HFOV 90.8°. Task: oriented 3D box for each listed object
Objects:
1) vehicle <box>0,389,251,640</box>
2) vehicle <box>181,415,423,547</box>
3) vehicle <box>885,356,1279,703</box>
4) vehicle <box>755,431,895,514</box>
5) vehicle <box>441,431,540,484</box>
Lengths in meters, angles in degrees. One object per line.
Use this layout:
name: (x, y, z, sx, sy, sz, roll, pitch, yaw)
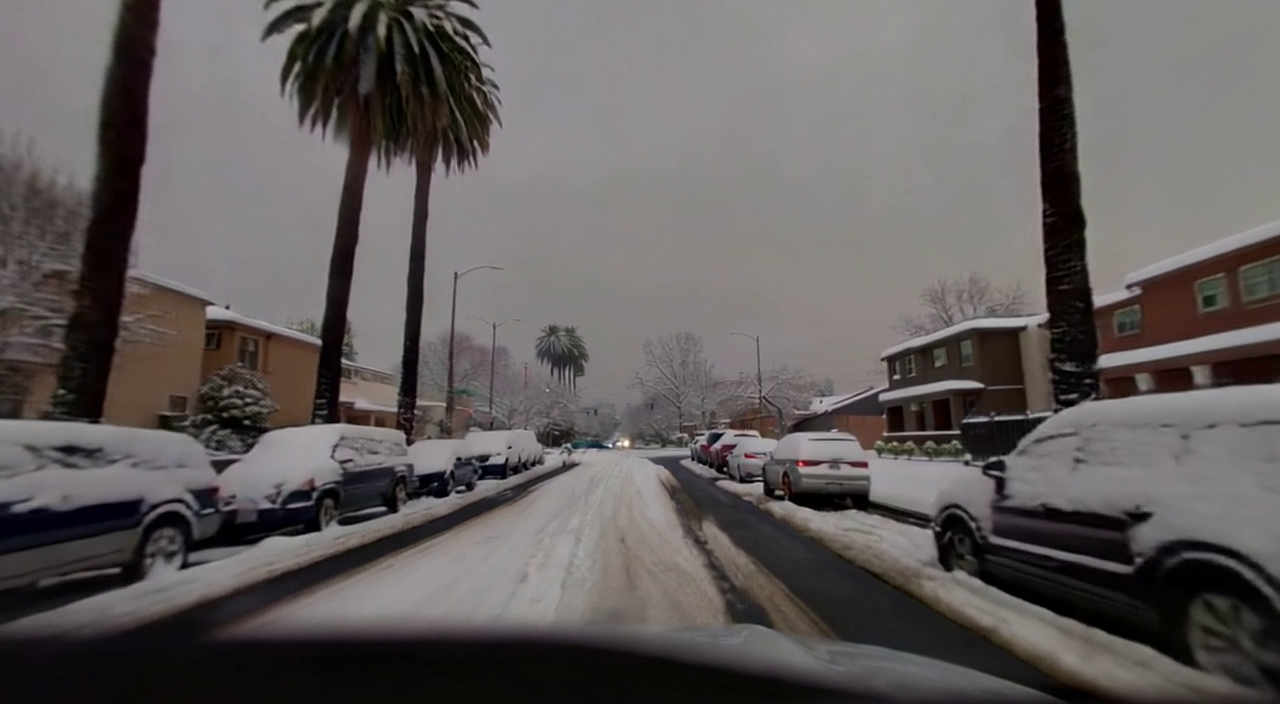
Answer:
vehicle: (-5.660, 1.308, 5.420, 1.947, 1.803, 4.381, 0, -8, -2)
vehicle: (-5.686, 2.193, 11.553, 1.963, 1.859, 4.884, 0, -8, -4)
vehicle: (3.847, 1.196, 4.617, 2.116, 1.817, 4.652, 0, -8, -1)
vehicle: (4.094, 2.721, 14.792, 1.998, 1.649, 4.175, 0, -8, 0)
vehicle: (-5.640, 4.062, 24.808, 2.316, 1.808, 5.876, 0, -8, 1)
